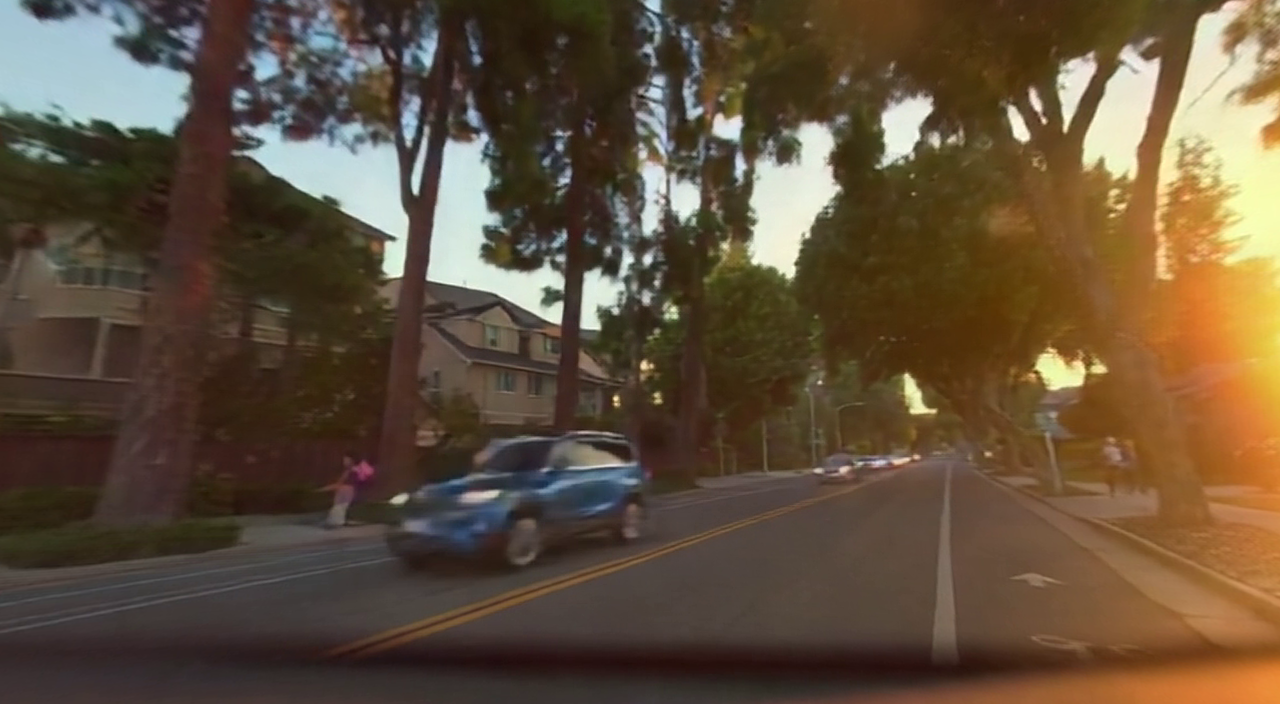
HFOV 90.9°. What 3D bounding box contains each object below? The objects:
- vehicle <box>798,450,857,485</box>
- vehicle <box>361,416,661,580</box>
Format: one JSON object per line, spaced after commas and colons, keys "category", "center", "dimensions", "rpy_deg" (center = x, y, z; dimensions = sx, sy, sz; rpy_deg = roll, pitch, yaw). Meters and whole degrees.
{"category": "vehicle", "center": [9.164, 5.533, 30.617], "dimensions": [1.906, 1.498, 4.222], "rpy_deg": [-4, -9, 27]}
{"category": "vehicle", "center": [-1.585, 2.010, 9.665], "dimensions": [2.089, 1.835, 4.528], "rpy_deg": [-4, -9, 26]}
